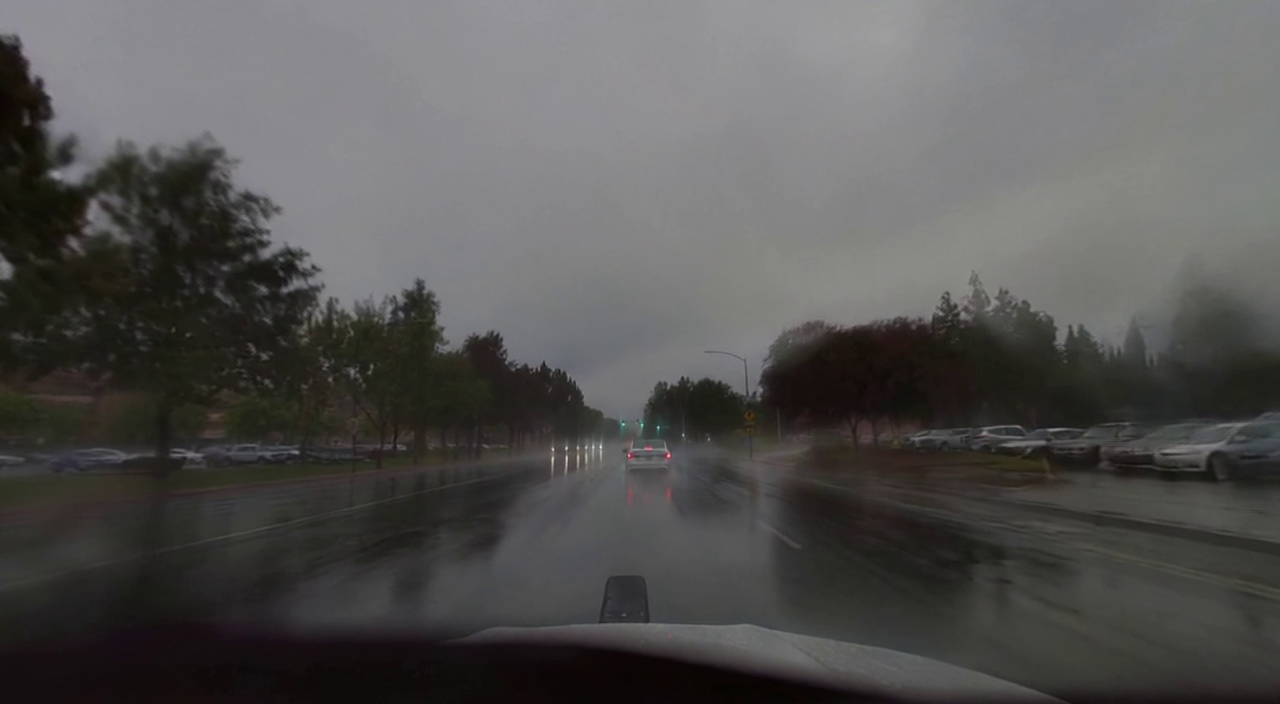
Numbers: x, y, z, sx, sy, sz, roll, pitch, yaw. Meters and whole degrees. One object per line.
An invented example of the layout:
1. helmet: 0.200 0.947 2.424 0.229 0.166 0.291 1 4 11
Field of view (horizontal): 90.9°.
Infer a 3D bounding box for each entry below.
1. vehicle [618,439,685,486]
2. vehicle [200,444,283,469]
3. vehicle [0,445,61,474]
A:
1. vehicle: 0.330 3.763 21.833 2.093 1.442 3.977 0 -8 -1
2. vehicle: -30.079 7.891 47.710 4.764 1.786 2.091 0 -8 0
3. vehicle: -42.454 7.241 42.585 4.467 1.834 2.087 0 -8 -1
